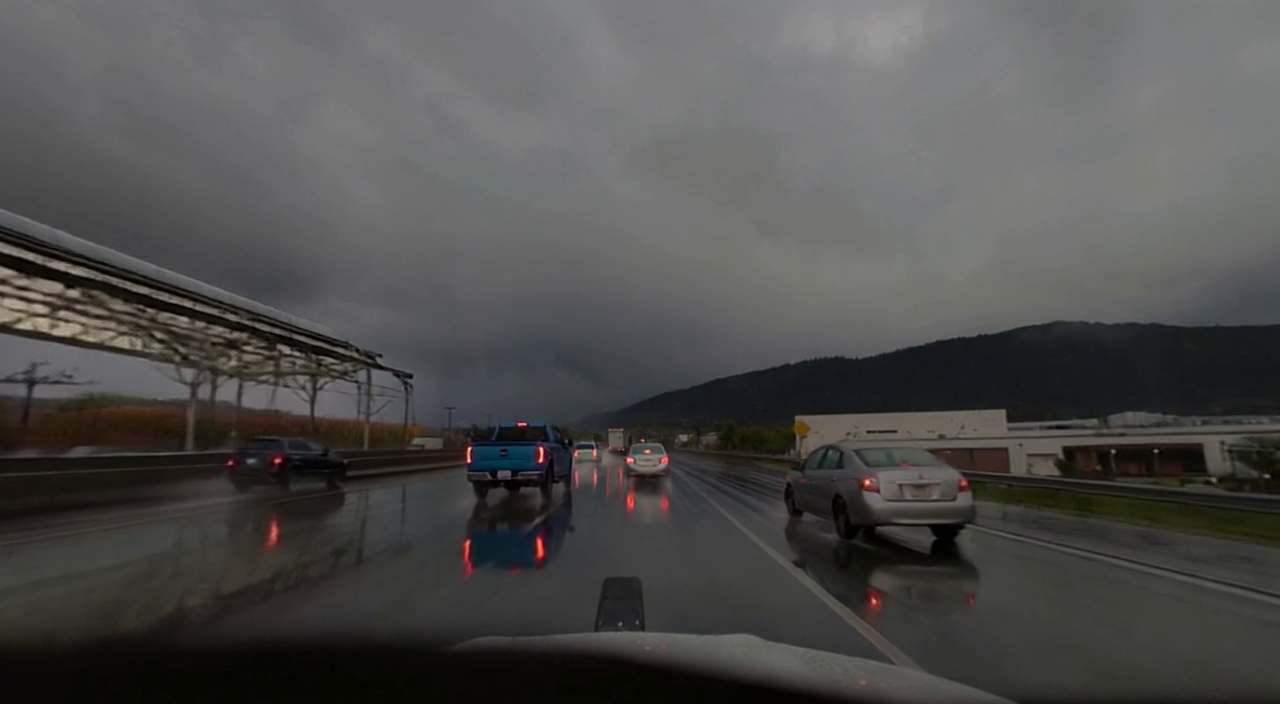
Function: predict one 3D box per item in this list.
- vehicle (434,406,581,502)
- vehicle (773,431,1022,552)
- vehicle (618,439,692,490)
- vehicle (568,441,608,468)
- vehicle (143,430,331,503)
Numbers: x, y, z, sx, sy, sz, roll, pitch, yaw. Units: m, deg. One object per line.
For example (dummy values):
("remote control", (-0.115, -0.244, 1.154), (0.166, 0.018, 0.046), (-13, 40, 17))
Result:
("vehicle", (-3.412, 2.889, 18.133), (2.733, 2.230, 6.820), (0, -9, 0))
("vehicle", (3.753, 2.120, 10.371), (2.023, 1.510, 4.773), (0, -9, -1))
("vehicle", (0.420, 3.625, 20.592), (2.171, 1.493, 4.081), (0, -9, -1))
("vehicle", (-3.279, 6.638, 40.850), (2.151, 1.613, 4.786), (0, -9, 1))
("vehicle", (-10.795, 3.095, 17.444), (2.137, 1.728, 4.665), (0, -9, -1))
